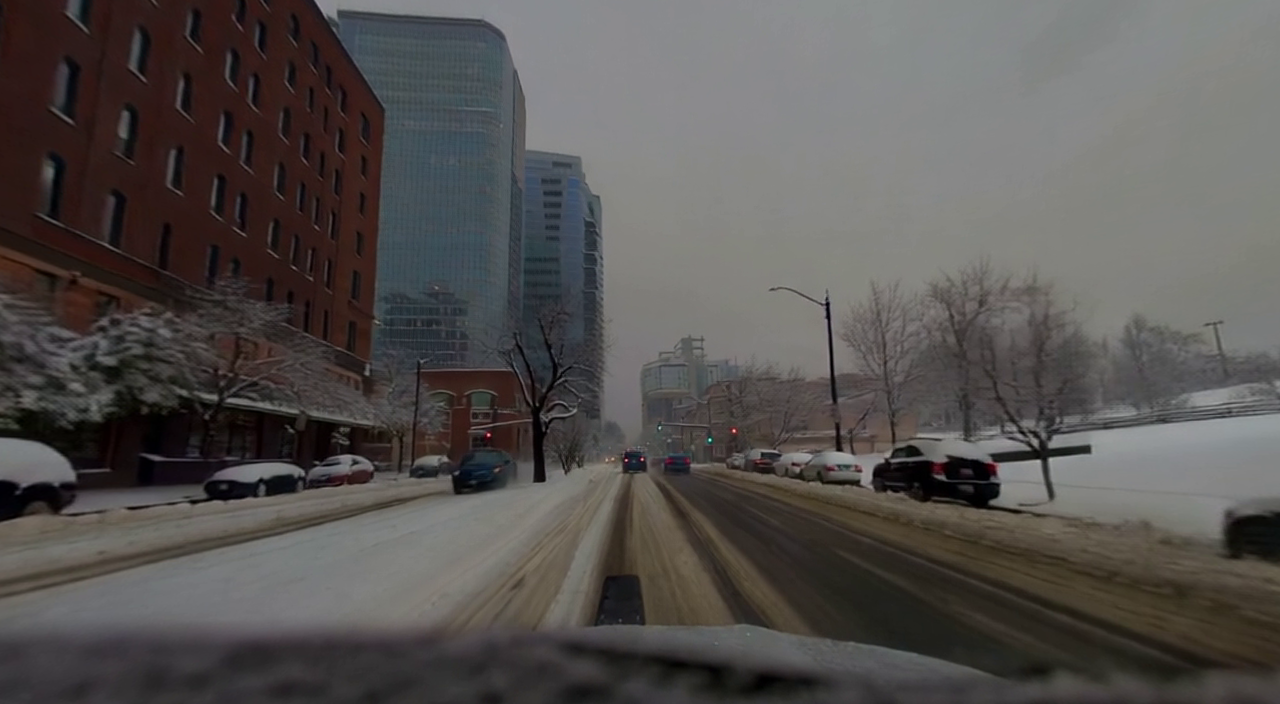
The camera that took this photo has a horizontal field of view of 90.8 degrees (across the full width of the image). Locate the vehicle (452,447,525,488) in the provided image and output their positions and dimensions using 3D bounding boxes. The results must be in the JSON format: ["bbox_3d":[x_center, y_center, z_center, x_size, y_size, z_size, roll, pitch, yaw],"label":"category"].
[{"bbox_3d":[-6.461,4.962,27.446,2.048,1.615,4.453,0,-9,0],"label":"vehicle"}]

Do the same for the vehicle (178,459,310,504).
[{"bbox_3d":[-14.997,4.903,24.313,1.953,1.456,4.690,0,-9,2],"label":"vehicle"}]

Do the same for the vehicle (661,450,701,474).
[{"bbox_3d":[2.692,7.438,42.831,2.238,1.499,4.964,0,-9,-1],"label":"vehicle"}]

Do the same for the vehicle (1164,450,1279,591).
[{"bbox_3d":[7.889,1.655,5.883,2.018,1.489,4.620,-1,-9,0],"label":"vehicle"}]

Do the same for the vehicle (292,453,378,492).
[{"bbox_3d":[-15.127,5.965,31.662,2.063,1.735,4.317,0,-9,1],"label":"vehicle"}]

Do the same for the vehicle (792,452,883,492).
[{"bbox_3d":[7.865,4.815,25.706,2.030,1.444,4.832,0,-9,-2],"label":"vehicle"}]

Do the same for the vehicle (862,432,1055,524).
[{"bbox_3d":[7.907,3.180,16.466,2.305,1.984,5.002,-1,-9,-1],"label":"vehicle"}]

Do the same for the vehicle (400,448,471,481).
[{"bbox_3d":[-14.725,8.113,45.981,2.822,2.230,6.145,0,-9,3],"label":"vehicle"}]
